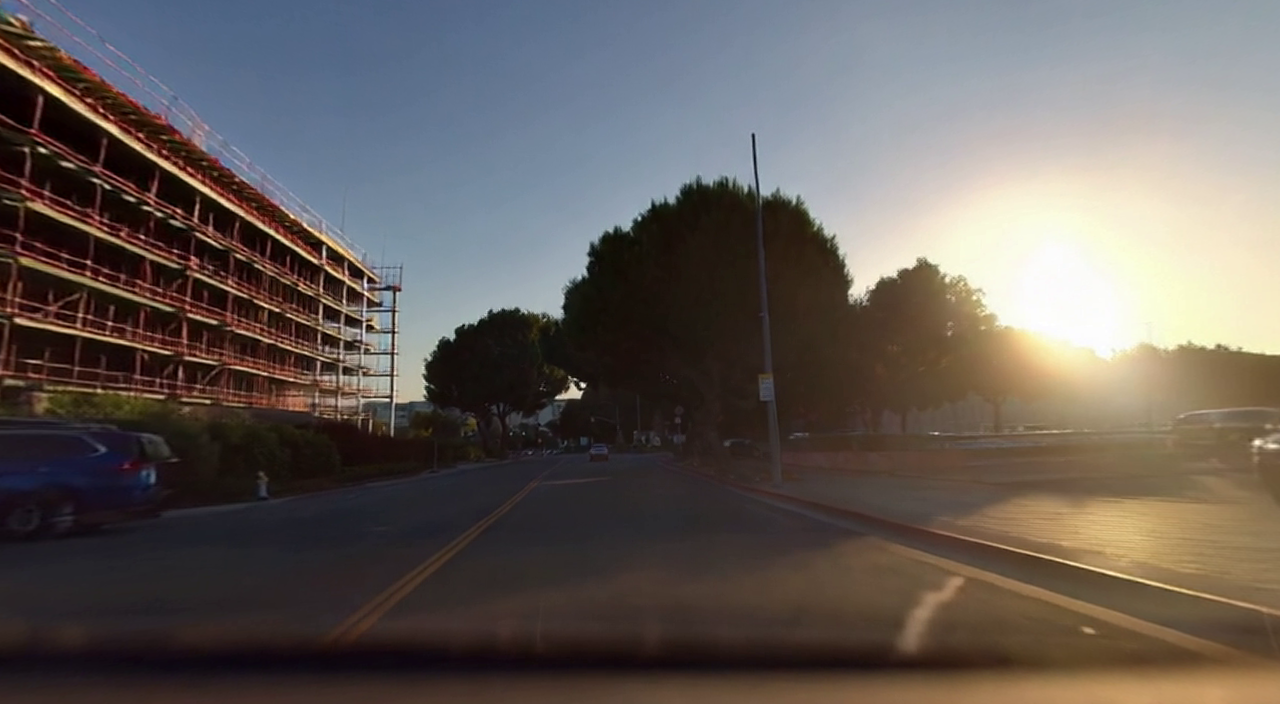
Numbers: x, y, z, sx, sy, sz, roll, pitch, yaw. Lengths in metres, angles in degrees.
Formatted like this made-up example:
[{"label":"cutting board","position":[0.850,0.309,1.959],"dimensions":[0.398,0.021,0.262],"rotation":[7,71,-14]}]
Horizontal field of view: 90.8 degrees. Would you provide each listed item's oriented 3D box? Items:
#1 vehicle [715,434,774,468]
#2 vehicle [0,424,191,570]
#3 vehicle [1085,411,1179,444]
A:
[{"label":"vehicle","position":[6.313,6.120,39.136],"dimensions":[2.267,1.911,5.816],"rotation":[1,-9,-4]},{"label":"vehicle","position":[-9.184,2.249,10.463],"dimensions":[1.515,2.074,2.668],"rotation":[0,-7,-3]},{"label":"vehicle","position":[29.836,4.659,38.499],"dimensions":[1.923,1.823,4.343],"rotation":[-1,-9,-6]}]
